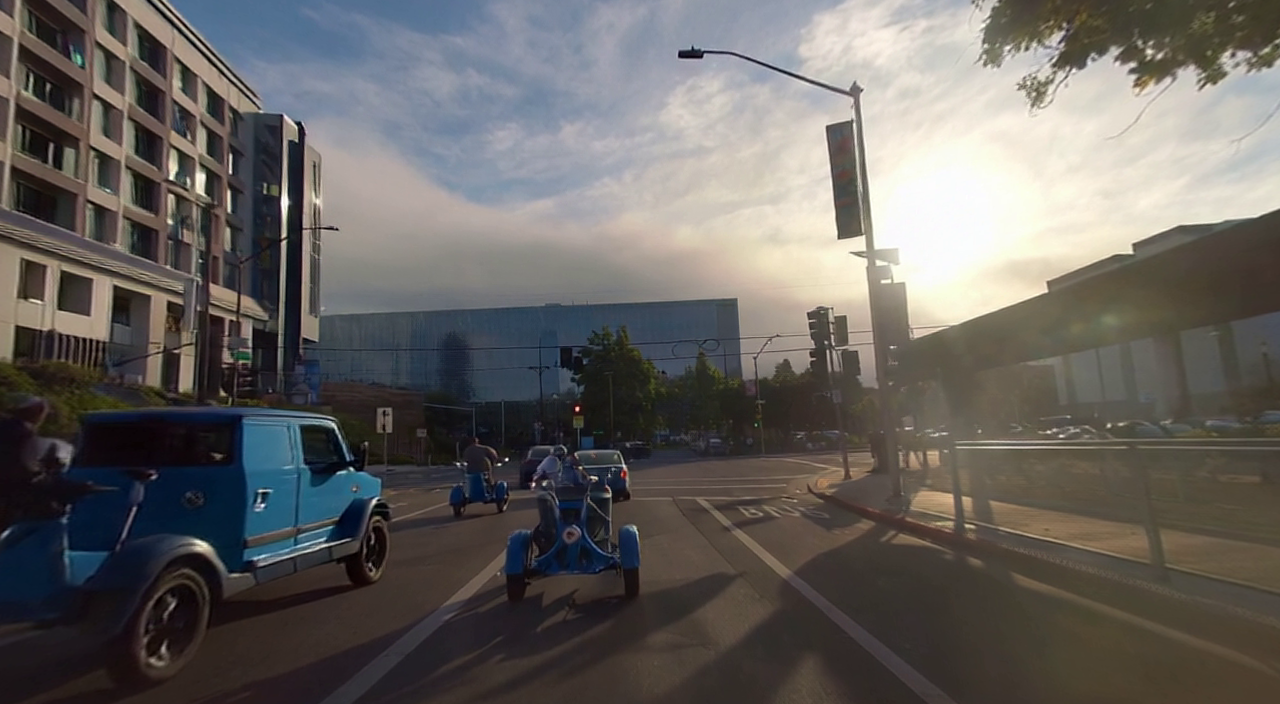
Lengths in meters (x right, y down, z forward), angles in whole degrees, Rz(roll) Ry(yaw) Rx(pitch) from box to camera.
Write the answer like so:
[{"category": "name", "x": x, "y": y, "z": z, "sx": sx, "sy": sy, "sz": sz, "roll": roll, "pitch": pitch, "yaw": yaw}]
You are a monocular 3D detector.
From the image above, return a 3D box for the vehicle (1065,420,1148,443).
[{"category": "vehicle", "x": 30.732, "y": 5.282, "z": 41.432, "sx": 1.751, "sy": 1.420, "sz": 4.027, "roll": 8, "pitch": -12, "yaw": -42}]

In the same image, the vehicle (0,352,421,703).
[{"category": "vehicle", "x": -3.586, "y": 1.225, "z": 5.042, "sx": 2.000, "sy": 1.809, "sz": 4.405, "roll": 0, "pitch": -8, "yaw": 1}]

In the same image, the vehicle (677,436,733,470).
[{"category": "vehicle", "x": 3.529, "y": 5.367, "z": 33.458, "sx": 2.082, "sy": 1.671, "sz": 3.992, "roll": -3, "pitch": -9, "yaw": 20}]

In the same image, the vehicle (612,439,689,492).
[{"category": "vehicle", "x": 0.434, "y": 3.498, "z": 19.739, "sx": 2.025, "sy": 1.458, "sz": 4.085, "roll": -1, "pitch": -8, "yaw": 6}]

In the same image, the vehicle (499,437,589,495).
[{"category": "vehicle", "x": -2.903, "y": 3.549, "z": 19.866, "sx": 1.935, "sy": 1.615, "sz": 4.073, "roll": -1, "pitch": -8, "yaw": 4}]
